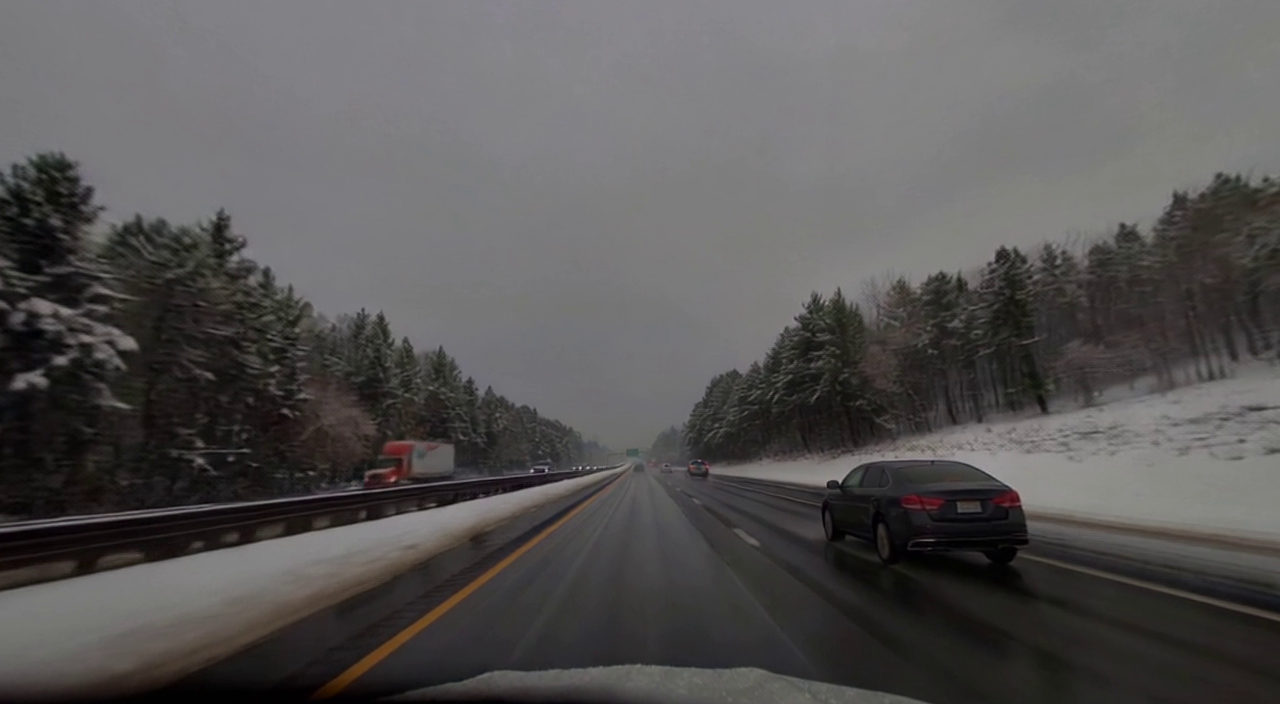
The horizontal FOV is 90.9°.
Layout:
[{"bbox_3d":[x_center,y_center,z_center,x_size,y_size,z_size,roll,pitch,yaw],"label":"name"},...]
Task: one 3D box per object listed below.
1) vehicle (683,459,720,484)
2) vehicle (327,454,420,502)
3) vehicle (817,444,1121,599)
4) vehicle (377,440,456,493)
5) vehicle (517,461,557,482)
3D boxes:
[{"bbox_3d":[4.105,8.132,42.866,2.156,1.569,3.821,1,-10,0],"label":"vehicle"},{"bbox_3d":[-11.973,5.692,28.741,2.025,1.941,4.964,1,-10,0],"label":"vehicle"},{"bbox_3d":[3.825,2.045,8.281,1.825,1.494,3.959,1,-10,0],"label":"vehicle"},{"bbox_3d":[-12.061,6.252,34.448,2.350,2.640,4.838,1,-10,1],"label":"vehicle"},{"bbox_3d":[-7.883,9.178,48.504,2.206,1.513,4.401,0,-10,1],"label":"vehicle"}]
